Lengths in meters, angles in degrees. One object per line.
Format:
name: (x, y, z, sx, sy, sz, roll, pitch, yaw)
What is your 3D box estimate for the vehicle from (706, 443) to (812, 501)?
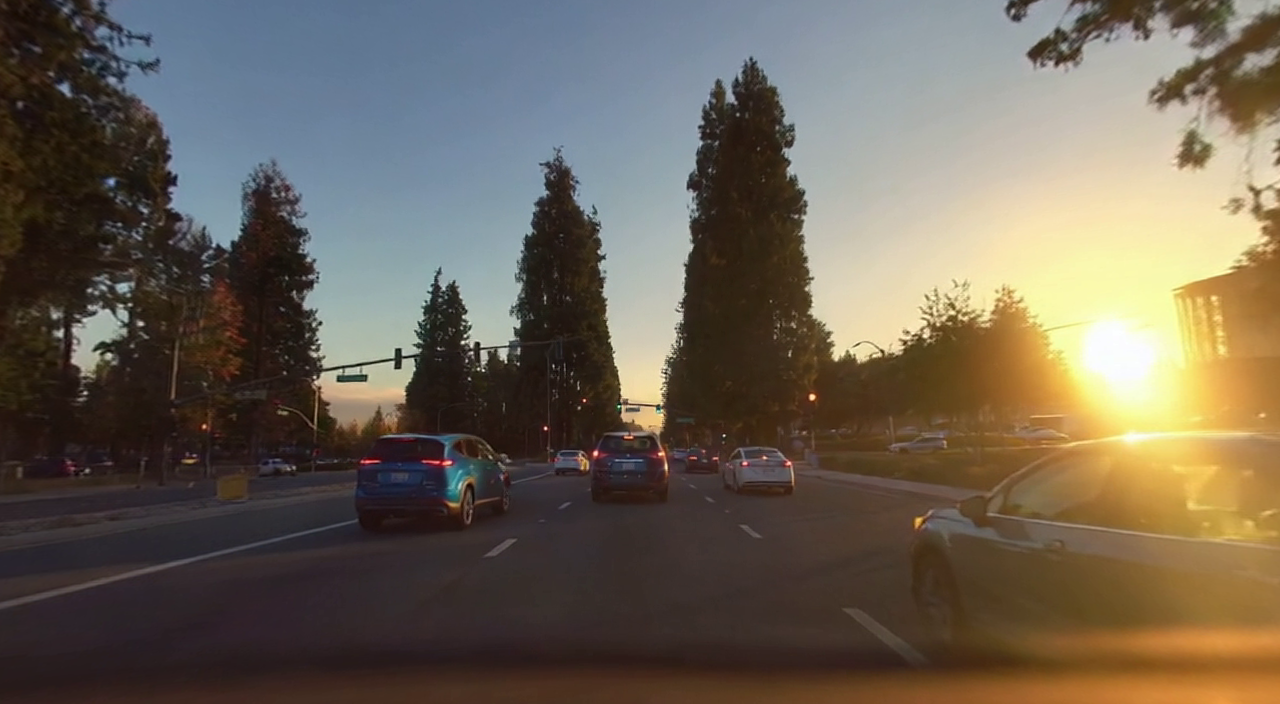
vehicle: (3.379, 3.514, 18.991, 2.036, 1.480, 4.659, 0, -8, -3)

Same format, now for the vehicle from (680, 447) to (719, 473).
vehicle: (3.642, 6.697, 39.323, 1.996, 1.443, 4.270, 0, -8, -1)

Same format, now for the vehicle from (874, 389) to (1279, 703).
vehicle: (2.997, 1.031, 3.108, 1.976, 1.491, 4.427, 0, -8, 0)

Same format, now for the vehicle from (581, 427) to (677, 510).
vehicle: (-0.262, 2.922, 16.337, 2.132, 1.816, 4.471, 0, -8, 0)

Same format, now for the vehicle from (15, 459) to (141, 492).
vehicle: (-34.118, 7.486, 38.424, 5.352, 1.850, 2.276, 0, -8, -2)

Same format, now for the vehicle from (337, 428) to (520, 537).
vehicle: (-3.790, 2.402, 12.255, 2.039, 1.709, 4.265, 0, -8, 0)

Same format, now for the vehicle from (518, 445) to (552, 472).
vehicle: (-7.186, 7.302, 43.428, 2.051, 1.722, 4.412, 1, -8, -6)

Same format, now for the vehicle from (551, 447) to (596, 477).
vehicle: (-3.499, 5.868, 33.847, 1.897, 1.479, 4.204, 0, -8, 1)
